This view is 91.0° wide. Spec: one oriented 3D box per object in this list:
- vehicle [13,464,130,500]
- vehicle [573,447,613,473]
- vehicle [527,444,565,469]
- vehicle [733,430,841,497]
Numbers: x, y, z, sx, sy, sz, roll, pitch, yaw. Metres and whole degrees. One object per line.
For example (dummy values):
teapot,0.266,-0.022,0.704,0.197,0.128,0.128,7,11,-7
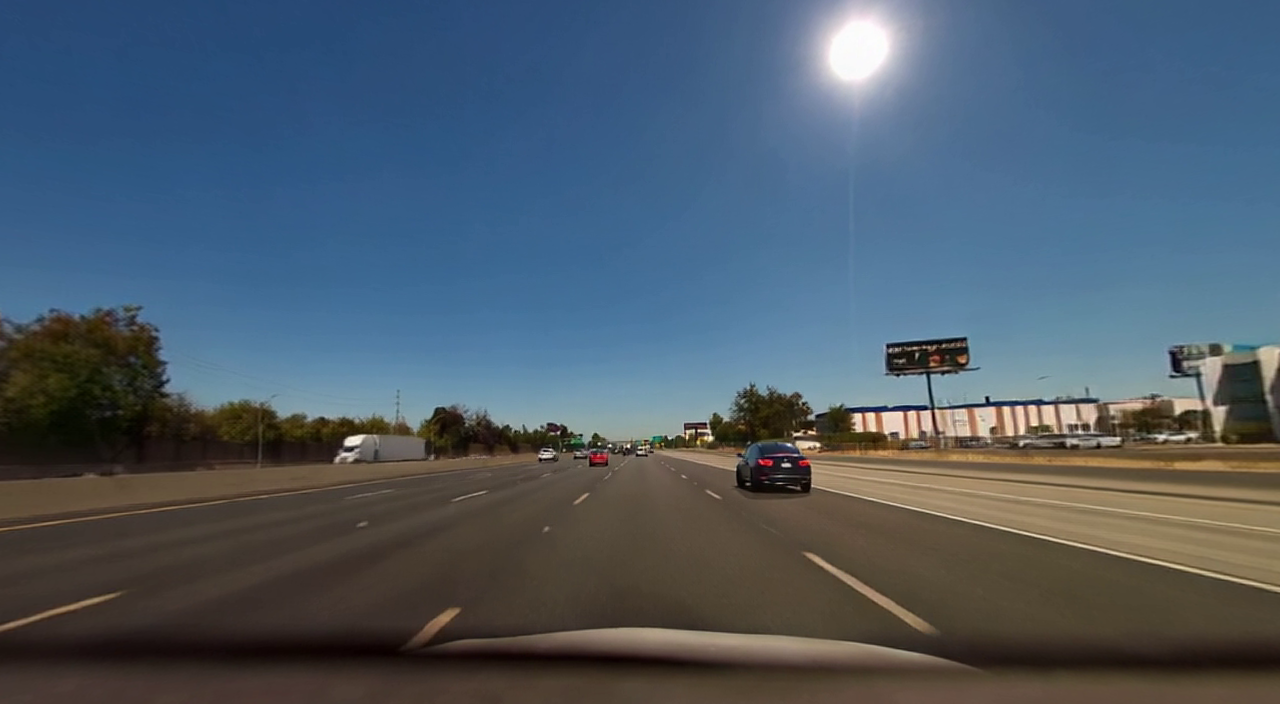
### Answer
vehicle,-27.666,6.303,30.839,1.909,1.541,4.044,0,-9,0
vehicle,-2.830,6.640,38.953,2.139,1.510,4.506,0,-9,0
vehicle,-7.303,8.130,49.177,2.112,1.813,4.716,-1,-9,2
vehicle,4.321,3.369,19.357,2.109,1.764,4.704,0,-9,-1
